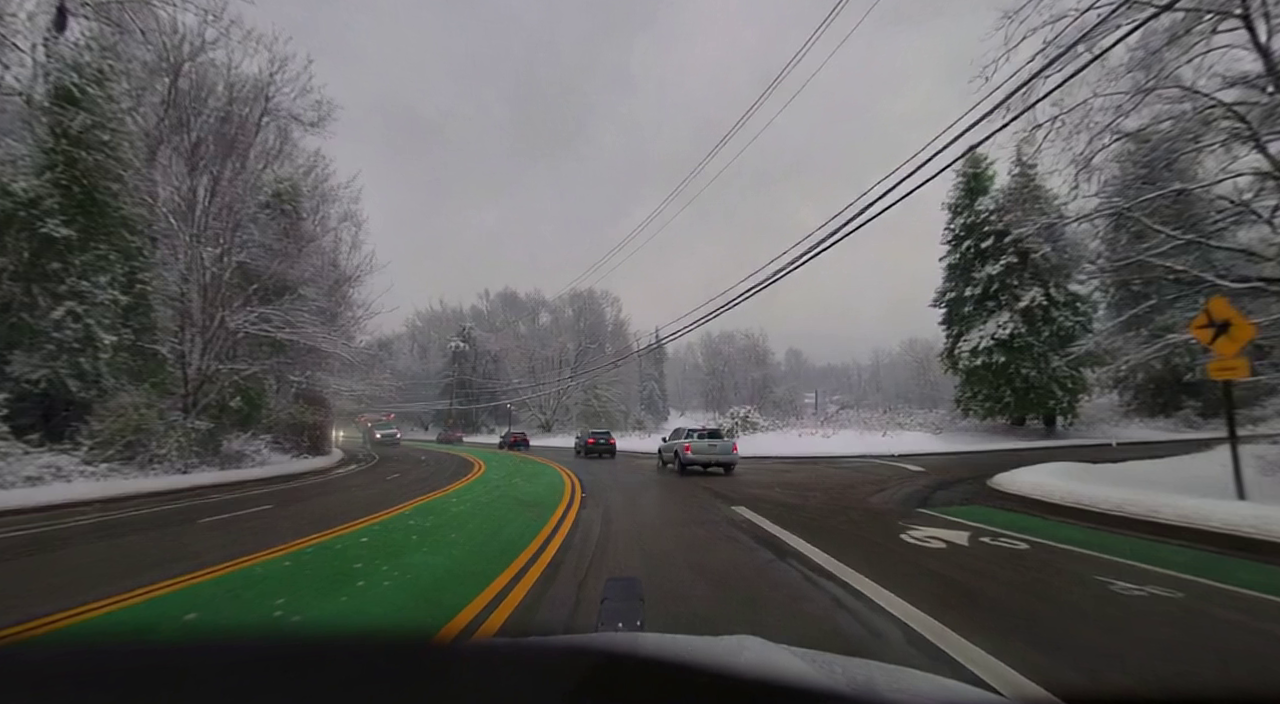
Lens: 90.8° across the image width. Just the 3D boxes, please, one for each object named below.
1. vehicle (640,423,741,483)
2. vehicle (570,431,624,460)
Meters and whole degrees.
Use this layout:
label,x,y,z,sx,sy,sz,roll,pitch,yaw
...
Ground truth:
label,x,y,z,sx,sy,sz,roll,pitch,yaw
vehicle,1.526,3.365,21.200,2.140,1.767,4.720,2,-9,-11
vehicle,-2.721,5.789,39.015,2.075,1.699,4.520,3,-9,-20
